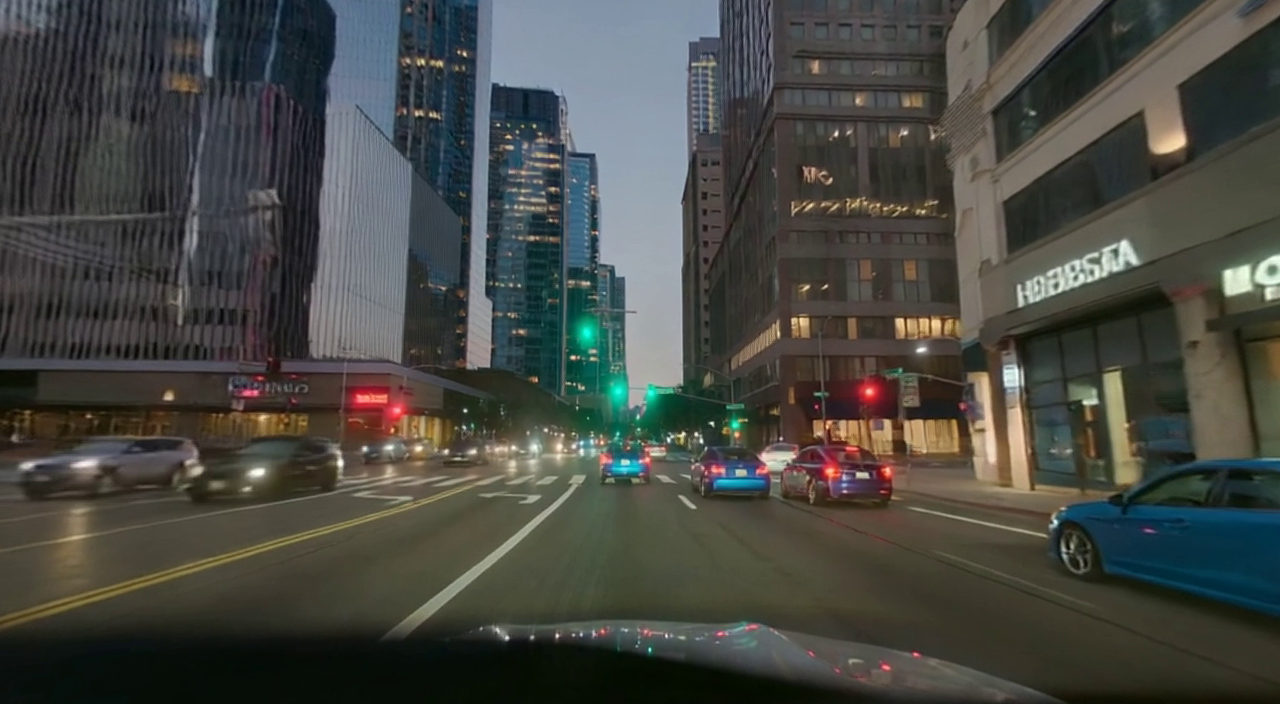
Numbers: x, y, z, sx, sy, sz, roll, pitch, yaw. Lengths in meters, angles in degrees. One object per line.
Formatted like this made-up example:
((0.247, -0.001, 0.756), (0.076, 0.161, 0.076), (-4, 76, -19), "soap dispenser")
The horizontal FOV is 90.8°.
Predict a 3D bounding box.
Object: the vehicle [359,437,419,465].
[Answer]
((-16.314, 6.461, 41.341), (2.087, 1.676, 4.567), (0, -9, -1), "vehicle")

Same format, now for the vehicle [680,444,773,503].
((2.368, 3.472, 18.540), (1.987, 1.484, 4.427), (0, -9, -2), "vehicle")

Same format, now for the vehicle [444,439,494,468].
((-10.243, 6.095, 38.114), (1.879, 1.637, 4.100), (0, -9, 0), "vehicle")

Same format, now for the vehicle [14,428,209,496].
((-15.305, 3.208, 18.719), (1.932, 1.760, 4.422), (0, -9, -1), "vehicle")

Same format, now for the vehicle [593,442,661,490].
((-0.433, 3.880, 21.801), (2.096, 1.457, 4.160), (0, -9, -1), "vehicle")

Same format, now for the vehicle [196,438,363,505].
((-9.594, 3.194, 17.363), (1.960, 1.568, 4.511), (0, -9, -1), "vehicle")

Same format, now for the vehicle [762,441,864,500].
((5.565, 3.859, 20.992), (2.015, 1.745, 4.444), (0, -9, -2), "vehicle")

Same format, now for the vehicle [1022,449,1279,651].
((5.710, 1.582, 5.395), (1.914, 1.484, 4.639), (0, -9, -1), "vehicle")
